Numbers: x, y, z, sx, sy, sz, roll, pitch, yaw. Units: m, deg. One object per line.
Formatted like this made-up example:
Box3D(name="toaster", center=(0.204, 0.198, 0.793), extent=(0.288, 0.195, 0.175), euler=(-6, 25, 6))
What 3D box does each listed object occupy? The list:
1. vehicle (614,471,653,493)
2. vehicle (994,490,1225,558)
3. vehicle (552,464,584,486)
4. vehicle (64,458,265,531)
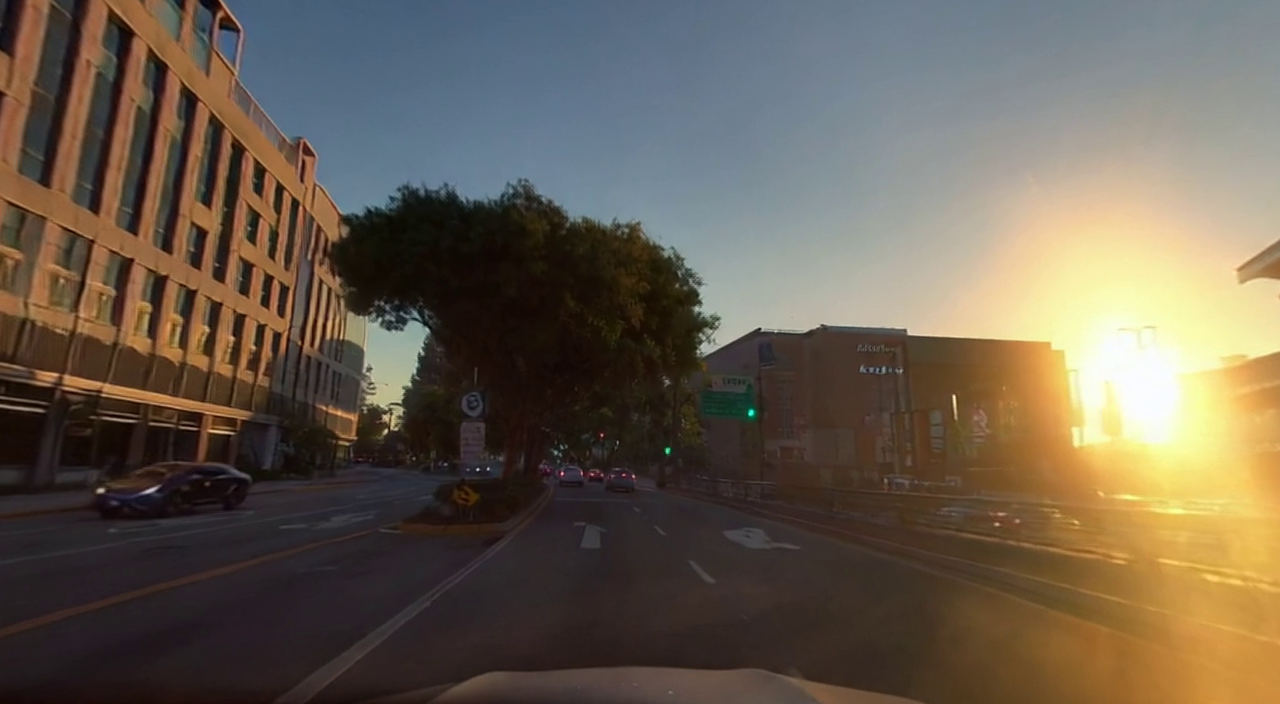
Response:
Box3D(name="vehicle", center=(-0.425, 7.458, 36.138), extent=(1.775, 1.186, 2.933), euler=(2, -10, -10))
Box3D(name="vehicle", center=(11.756, 4.326, 16.001), extent=(4.302, 1.456, 1.832), euler=(0, -10, 3))
Box3D(name="vehicle", center=(-5.377, 9.032, 46.355), extent=(2.005, 1.498, 3.643), euler=(3, -10, -11))
Box3D(name="vehicle", center=(-10.850, 3.261, 14.777), extent=(1.839, 1.456, 3.859), euler=(1, -10, -4))
